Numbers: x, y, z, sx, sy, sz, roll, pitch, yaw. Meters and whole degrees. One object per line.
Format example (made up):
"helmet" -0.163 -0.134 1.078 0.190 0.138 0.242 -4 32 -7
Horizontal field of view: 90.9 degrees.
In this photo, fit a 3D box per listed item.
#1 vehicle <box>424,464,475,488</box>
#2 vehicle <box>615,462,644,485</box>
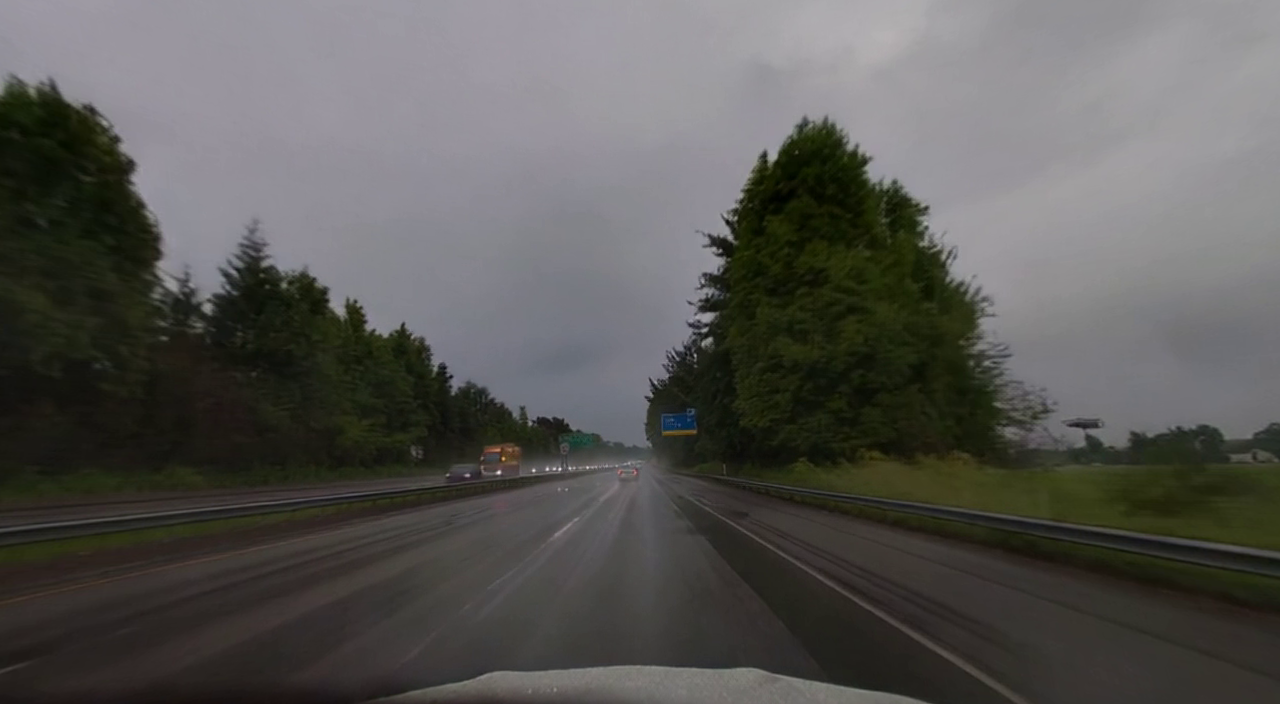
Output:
"vehicle" -13.001 8.503 43.343 2.022 1.459 4.613 1 -10 1
"vehicle" -0.797 9.307 48.334 2.104 1.655 4.039 1 -10 0
